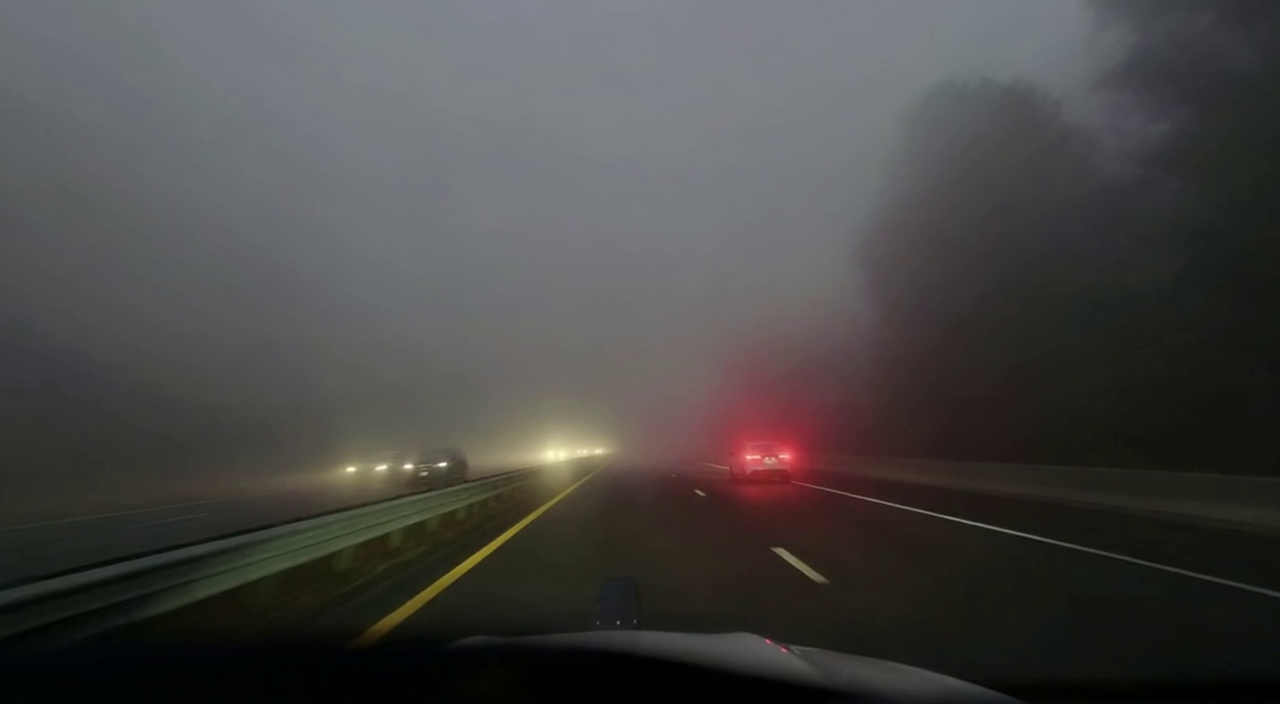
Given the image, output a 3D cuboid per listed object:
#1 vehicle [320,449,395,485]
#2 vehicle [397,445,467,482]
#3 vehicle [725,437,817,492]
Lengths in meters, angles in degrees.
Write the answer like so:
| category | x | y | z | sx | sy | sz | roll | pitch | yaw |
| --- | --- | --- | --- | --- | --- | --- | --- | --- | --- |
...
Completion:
| category | x | y | z | sx | sy | sz | roll | pitch | yaw |
| --- | --- | --- | --- | --- | --- | --- | --- | --- | --- |
| vehicle | -14.096 | 5.741 | 31.604 | 1.966 | 1.626 | 4.331 | 0 | -9 | -3 |
| vehicle | -9.953 | 5.361 | 30.401 | 1.989 | 1.630 | 4.358 | 0 | -9 | -1 |
| vehicle | 4.054 | 3.555 | 20.099 | 2.001 | 1.555 | 4.098 | 0 | -9 | 0 |
